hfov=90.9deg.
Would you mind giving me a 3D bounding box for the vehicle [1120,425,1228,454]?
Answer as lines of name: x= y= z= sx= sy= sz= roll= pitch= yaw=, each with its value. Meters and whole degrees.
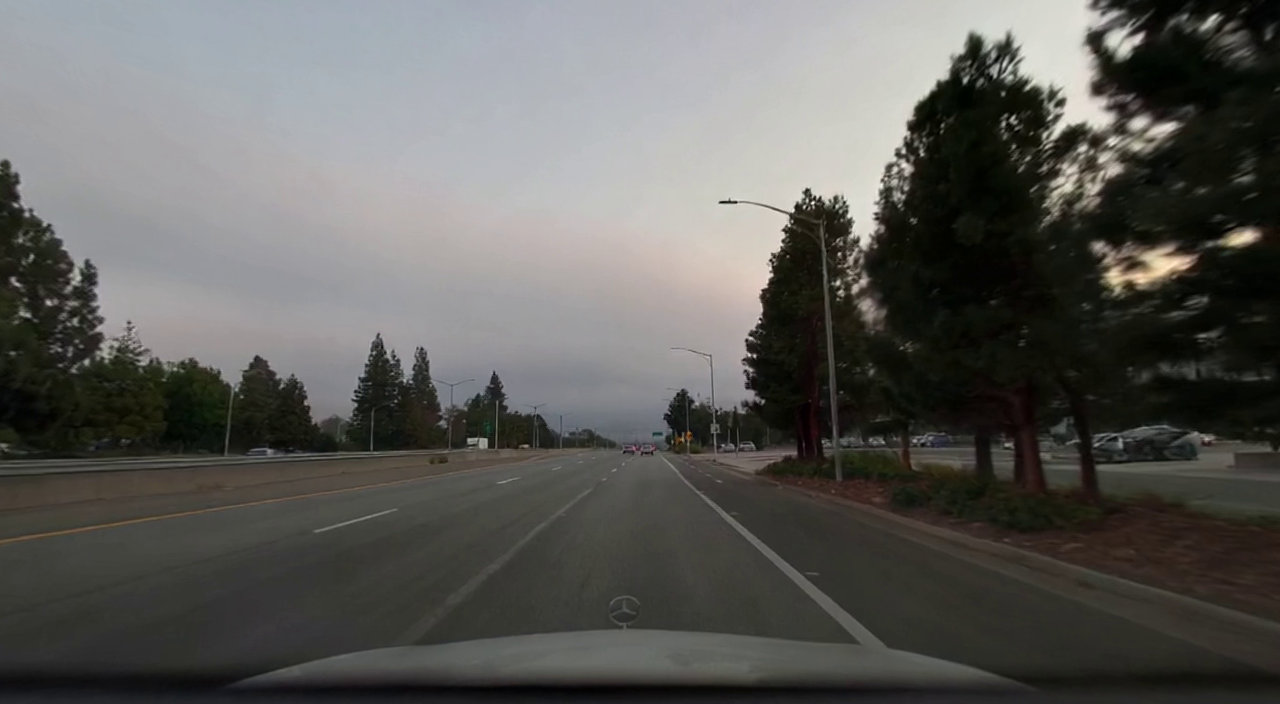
vehicle: x=34.374 y=5.662 z=40.697 sx=4.863 sy=1.801 sz=2.160 roll=-1 pitch=-8 yaw=3
